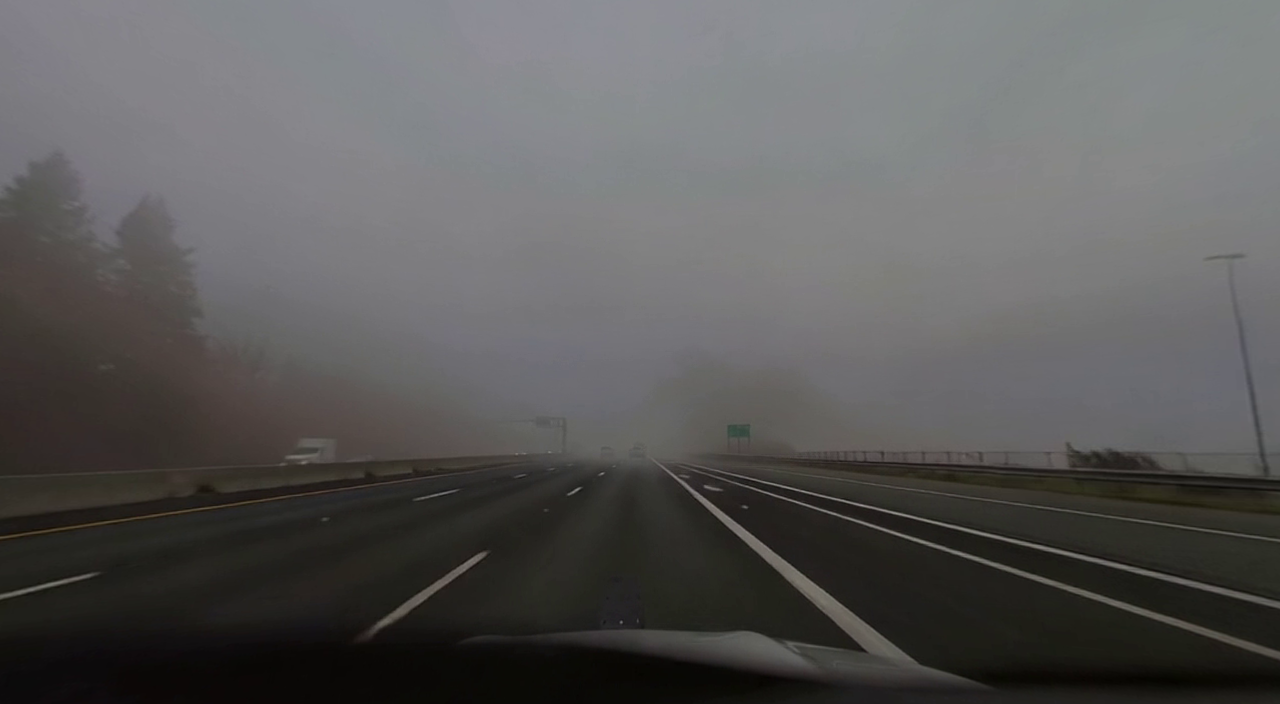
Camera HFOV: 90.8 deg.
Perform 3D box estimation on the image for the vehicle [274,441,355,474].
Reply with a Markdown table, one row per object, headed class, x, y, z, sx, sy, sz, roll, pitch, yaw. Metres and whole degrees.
| class | x | y | z | sx | sy | sz | roll | pitch | yaw |
| --- | --- | --- | --- | --- | --- | --- | --- | --- | --- |
| vehicle | -19.986 | 6.516 | 39.071 | 2.289 | 1.857 | 4.835 | -1 | -9 | 2 |
